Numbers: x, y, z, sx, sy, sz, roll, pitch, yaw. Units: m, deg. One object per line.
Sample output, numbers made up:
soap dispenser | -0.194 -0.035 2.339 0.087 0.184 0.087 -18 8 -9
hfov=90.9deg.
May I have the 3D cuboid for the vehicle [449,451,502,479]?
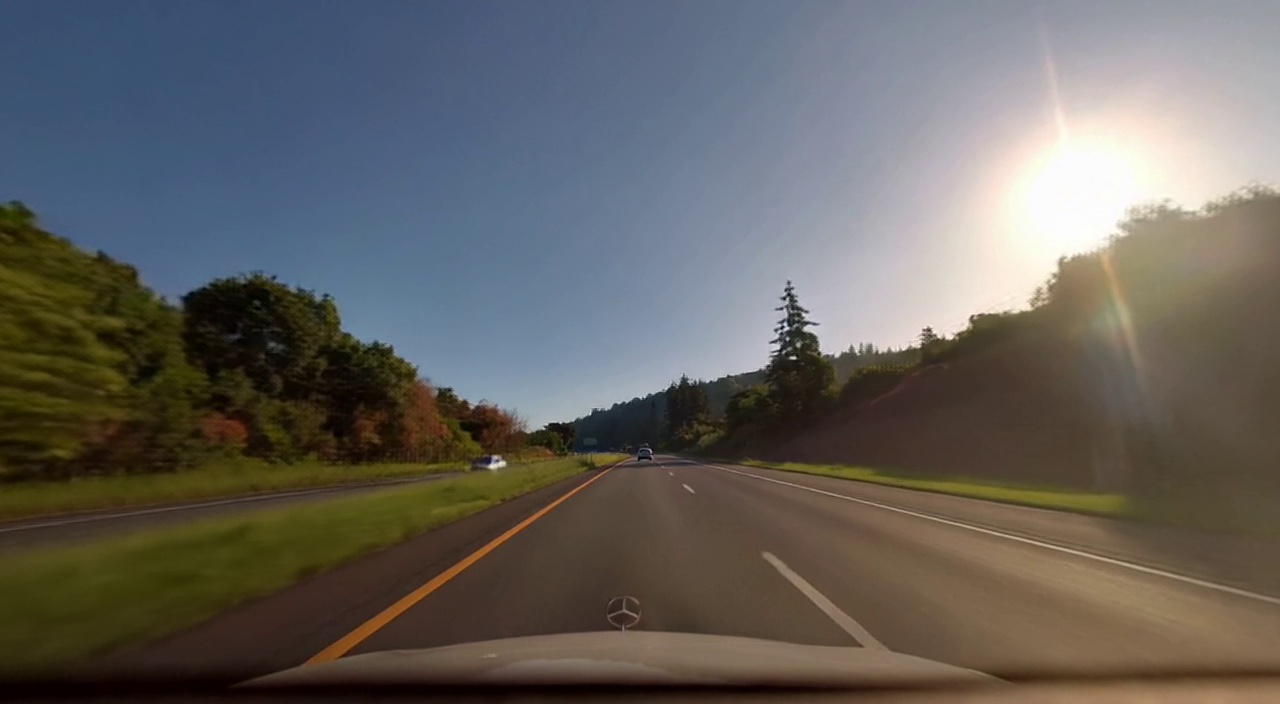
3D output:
vehicle | -9.891 6.825 38.364 1.908 1.565 4.710 0 -9 1
